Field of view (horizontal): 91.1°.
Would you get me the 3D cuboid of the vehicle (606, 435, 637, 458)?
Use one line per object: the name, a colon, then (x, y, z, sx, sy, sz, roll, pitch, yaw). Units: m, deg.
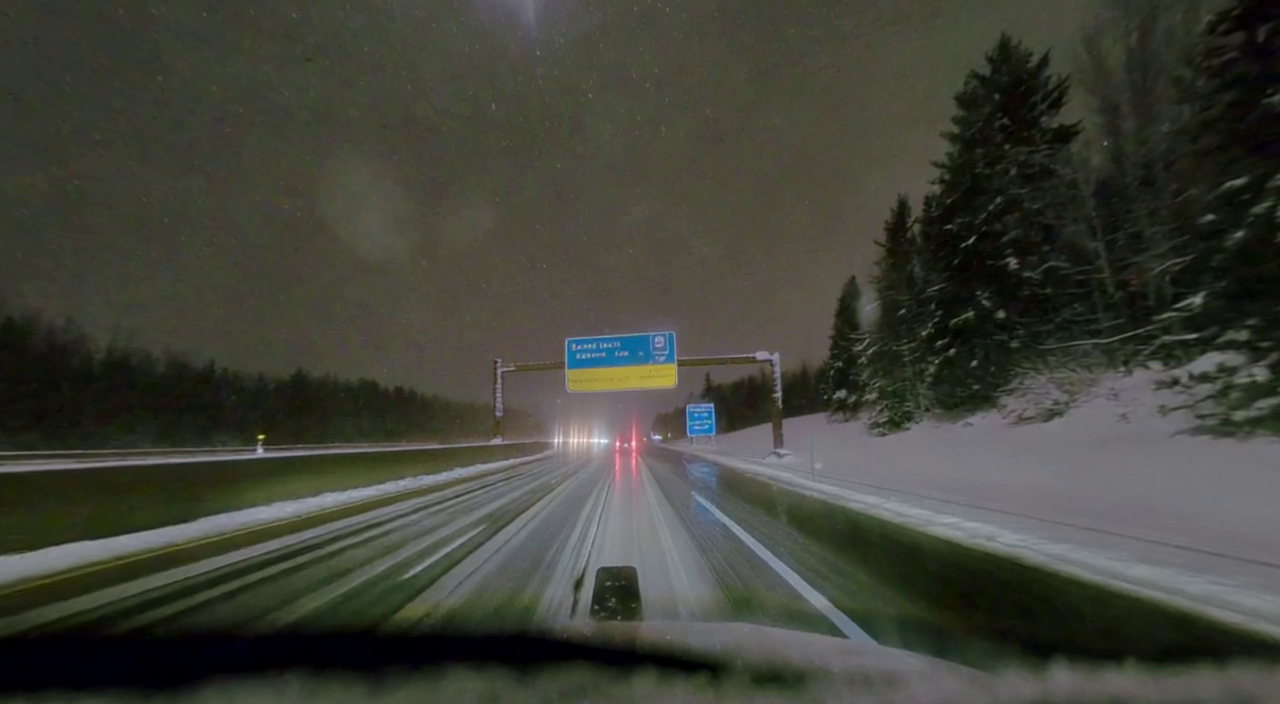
vehicle: (-1.272, 6.482, 43.336, 2.025, 1.519, 3.924, 0, -8, -1)
